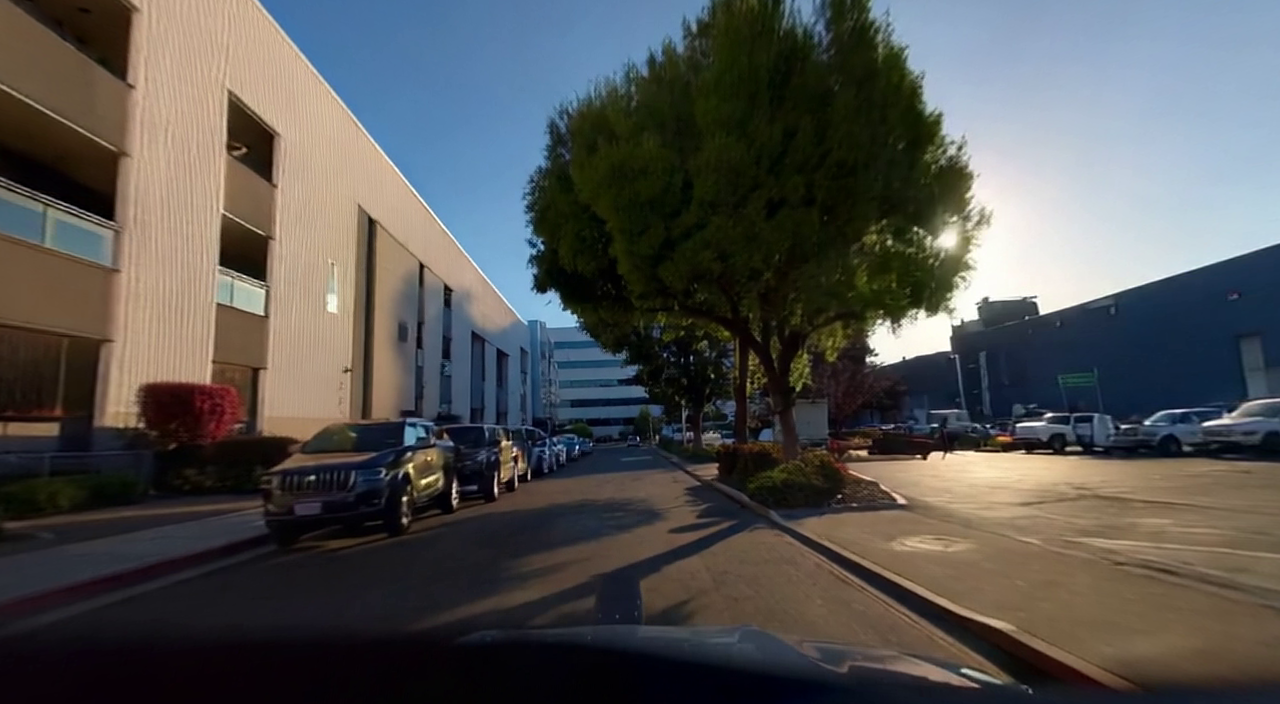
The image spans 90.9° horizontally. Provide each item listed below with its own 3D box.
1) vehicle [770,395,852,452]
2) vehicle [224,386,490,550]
[{"bbox_3d":[10.259,4.462,38.678,2.622,3.108,7.053,0,-8,-3],"label":"vehicle"},{"bbox_3d":[-4.069,1.840,10.298,2.161,1.843,5.181,-3,-10,-3],"label":"vehicle"}]
